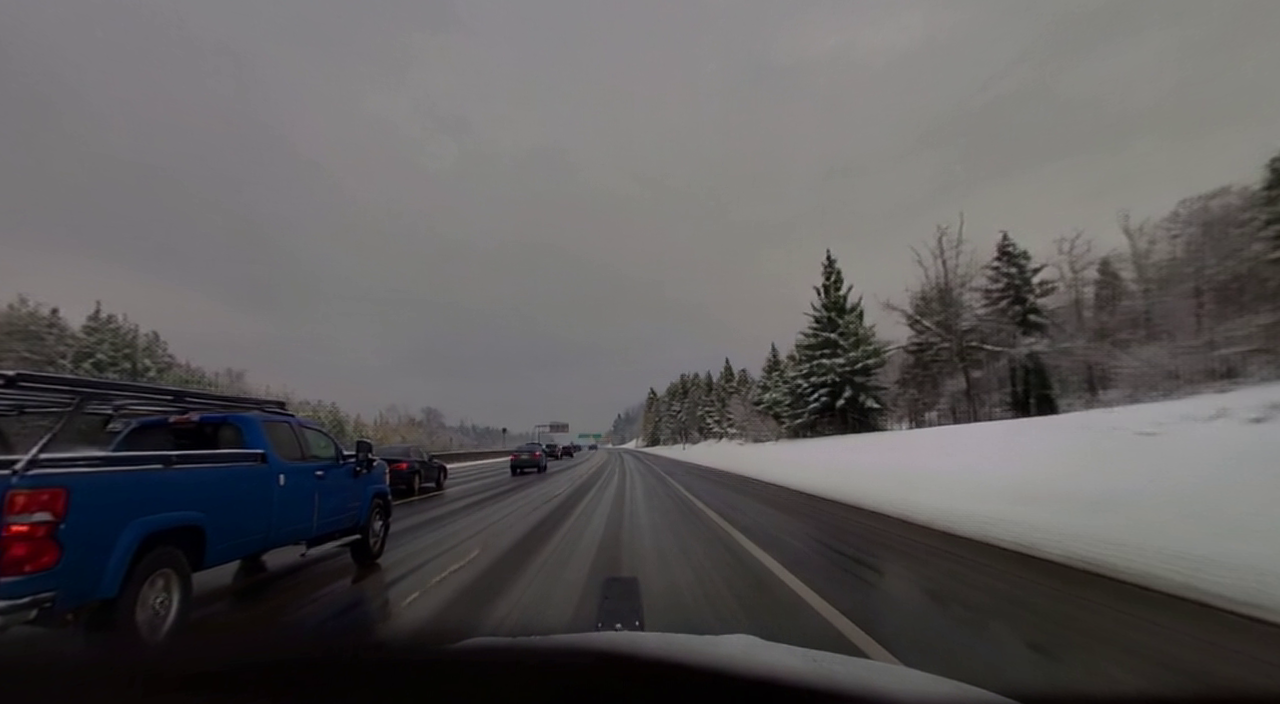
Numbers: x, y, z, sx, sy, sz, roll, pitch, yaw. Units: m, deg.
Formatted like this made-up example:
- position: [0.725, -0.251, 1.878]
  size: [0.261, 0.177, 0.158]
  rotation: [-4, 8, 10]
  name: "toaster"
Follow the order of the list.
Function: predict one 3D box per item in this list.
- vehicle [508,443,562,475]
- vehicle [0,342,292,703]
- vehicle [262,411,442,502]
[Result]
- position: [-5.240, 5.419, 32.078]
  size: [2.012, 1.509, 4.359]
  rotation: [0, -9, 0]
  name: "vehicle"
- position: [-4.057, 0.831, 2.687]
  size: [2.200, 1.807, 5.041]
  rotation: [0, -9, 1]
  name: "vehicle"
- position: [-8.215, 3.105, 18.967]
  size: [2.594, 2.254, 6.028]
  rotation: [0, -9, -1]
  name: "vehicle"
